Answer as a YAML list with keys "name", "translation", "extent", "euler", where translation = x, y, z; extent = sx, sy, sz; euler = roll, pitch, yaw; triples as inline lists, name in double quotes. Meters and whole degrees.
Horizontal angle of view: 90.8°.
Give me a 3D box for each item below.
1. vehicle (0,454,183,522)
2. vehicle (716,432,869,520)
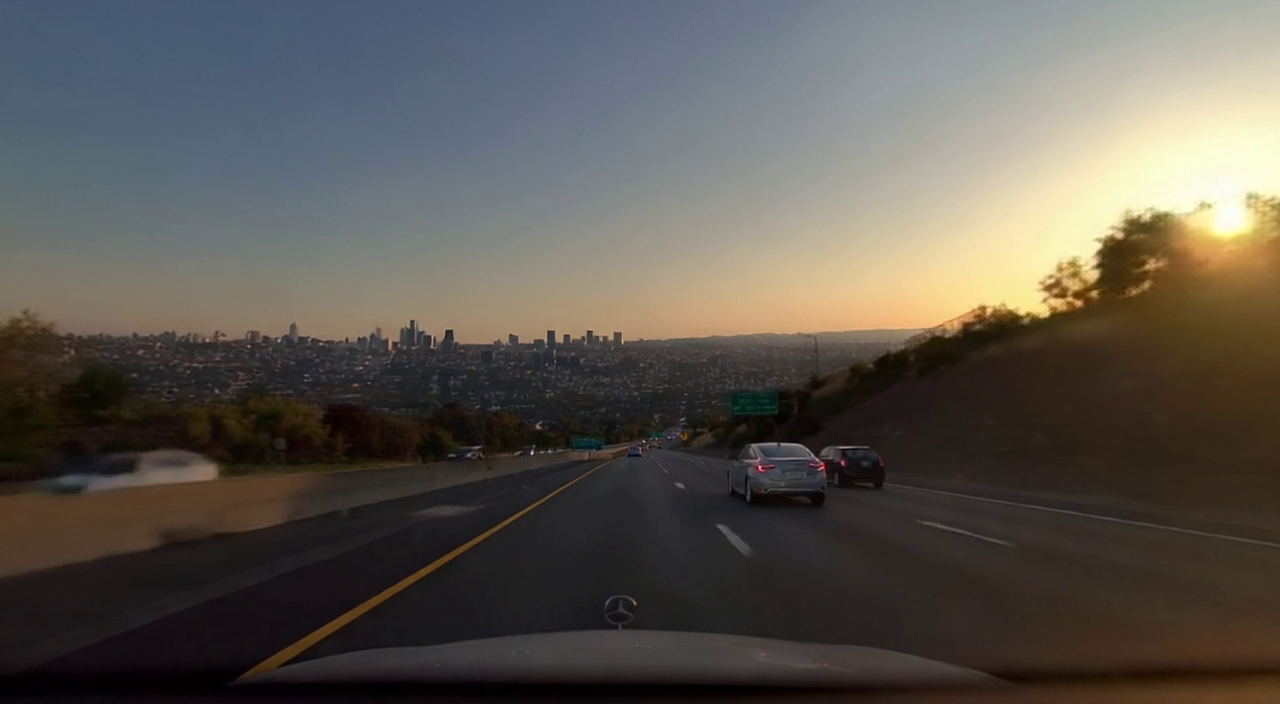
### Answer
- name: "vehicle"
  translation: [-15.018, 3.503, 16.872]
  extent: [1.974, 1.491, 4.688]
  euler: [0, -8, 2]
- name: "vehicle"
  translation: [2.951, 2.513, 13.404]
  extent: [1.982, 1.533, 4.612]
  euler: [0, -8, -2]
